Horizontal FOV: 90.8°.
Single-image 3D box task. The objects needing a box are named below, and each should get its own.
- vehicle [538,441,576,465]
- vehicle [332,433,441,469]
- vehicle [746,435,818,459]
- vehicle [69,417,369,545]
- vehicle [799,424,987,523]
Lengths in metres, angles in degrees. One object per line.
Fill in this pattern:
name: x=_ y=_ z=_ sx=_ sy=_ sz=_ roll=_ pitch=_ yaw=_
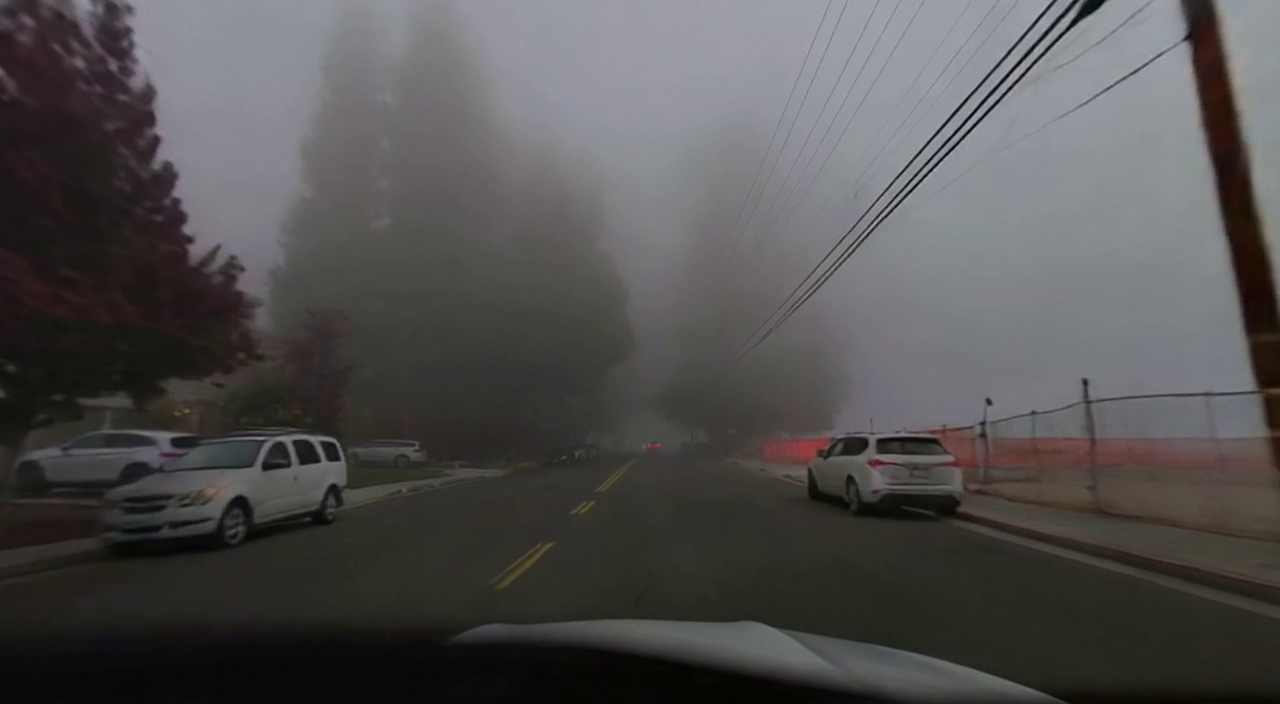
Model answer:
vehicle: x=-5.745 y=7.075 z=44.231 sx=1.771 sy=1.512 sz=4.281 roll=1 pitch=-9 yaw=4
vehicle: x=-13.069 y=5.133 z=32.778 sx=4.752 sy=1.734 sz=1.998 roll=0 pitch=-8 yaw=2
vehicle: x=10.722 y=7.202 z=47.958 sx=4.920 sy=1.759 sz=1.998 roll=1 pitch=-8 yaw=-1
vehicle: x=-7.021 y=2.181 z=11.360 sx=2.055 sy=1.806 sz=4.540 roll=-1 pitch=-8 yaw=3
vehicle: x=4.546 y=2.233 z=12.145 sx=1.902 sy=1.542 sz=4.099 roll=0 pitch=-8 yaw=0
